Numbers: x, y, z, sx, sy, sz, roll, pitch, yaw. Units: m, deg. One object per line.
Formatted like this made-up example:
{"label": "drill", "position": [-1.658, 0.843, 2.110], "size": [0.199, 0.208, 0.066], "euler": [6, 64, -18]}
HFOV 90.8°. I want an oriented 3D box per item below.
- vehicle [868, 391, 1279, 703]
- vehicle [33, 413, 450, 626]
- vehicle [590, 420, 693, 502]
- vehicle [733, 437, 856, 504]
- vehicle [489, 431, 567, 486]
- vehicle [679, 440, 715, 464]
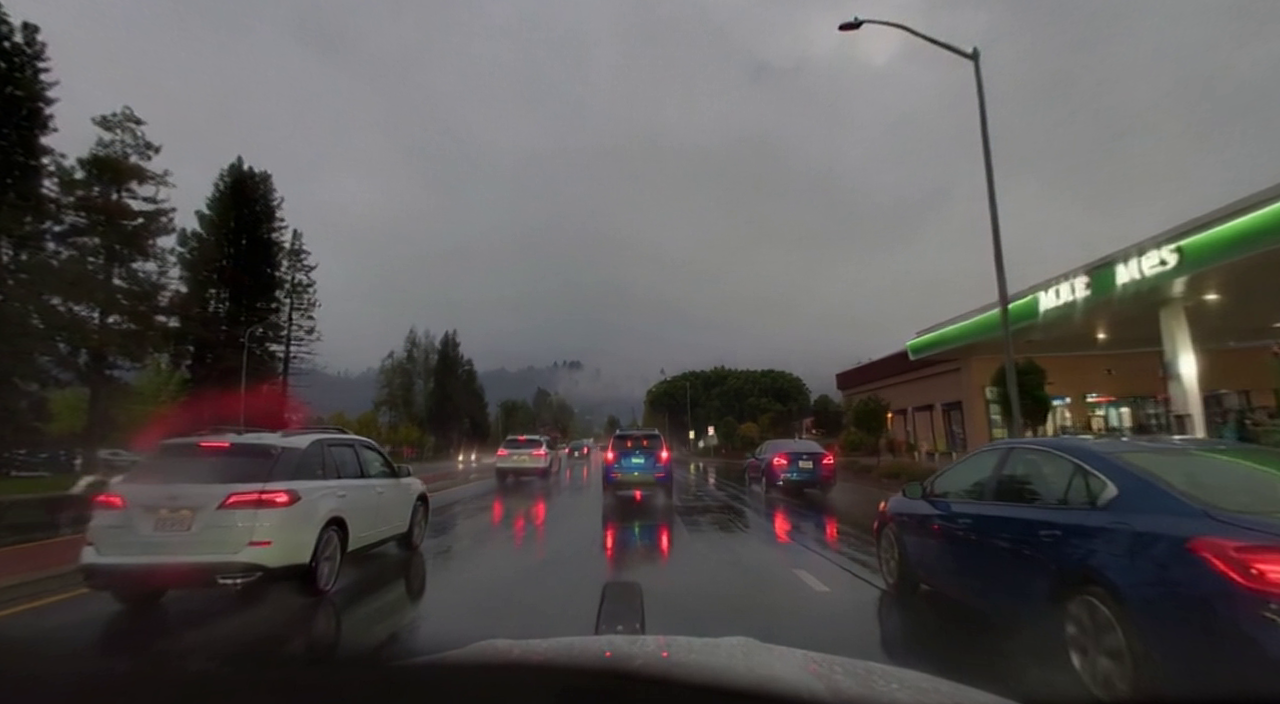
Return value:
{"label": "vehicle", "position": [3.219, 1.108, 3.751], "size": [1.976, 1.492, 4.436], "euler": [0, -8, -1]}
{"label": "vehicle", "position": [-3.602, 1.549, 6.811], "size": [1.864, 1.574, 4.031], "euler": [0, -8, 0]}
{"label": "vehicle", "position": [0.021, 2.741, 16.220], "size": [2.279, 1.803, 4.254], "euler": [0, -8, 0]}
{"label": "vehicle", "position": [3.761, 2.955, 16.315], "size": [1.888, 1.456, 4.589], "euler": [0, -8, -2]}
{"label": "vehicle", "position": [-3.782, 3.679, 22.089], "size": [1.932, 1.695, 4.150], "euler": [0, -8, 0]}
{"label": "vehicle", "position": [3.778, 6.677, 42.348], "size": [1.926, 1.522, 3.852], "euler": [0, -8, -1]}
